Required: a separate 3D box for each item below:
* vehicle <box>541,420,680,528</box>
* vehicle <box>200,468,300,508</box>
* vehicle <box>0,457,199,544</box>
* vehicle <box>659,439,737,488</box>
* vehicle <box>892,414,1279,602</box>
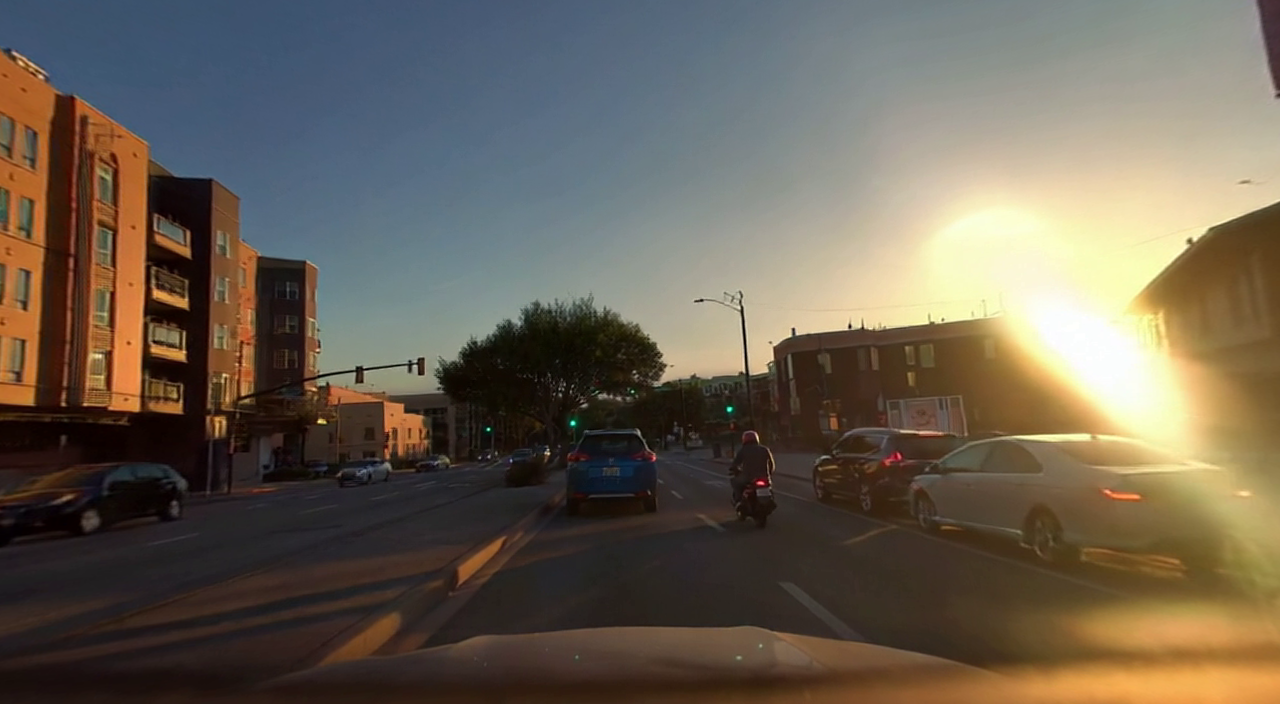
[{"bbox_3d":[-0.522,2.314,12.483,2.265,1.748,4.130,0,-9,-1],"label":"vehicle"},{"bbox_3d":[-18.427,6.404,30.082,2.038,1.607,4.348,1,-9,-2],"label":"vehicle"},{"bbox_3d":[-14.315,3.717,16.494,2.267,1.831,4.702,0,-9,-3],"label":"vehicle"},{"bbox_3d":[1.903,3.857,22.123,2.101,1.507,4.355,0,-9,-3],"label":"vehicle"},{"bbox_3d":[5.044,1.639,7.579,2.012,1.532,4.565,0,-9,-2],"label":"vehicle"}]
